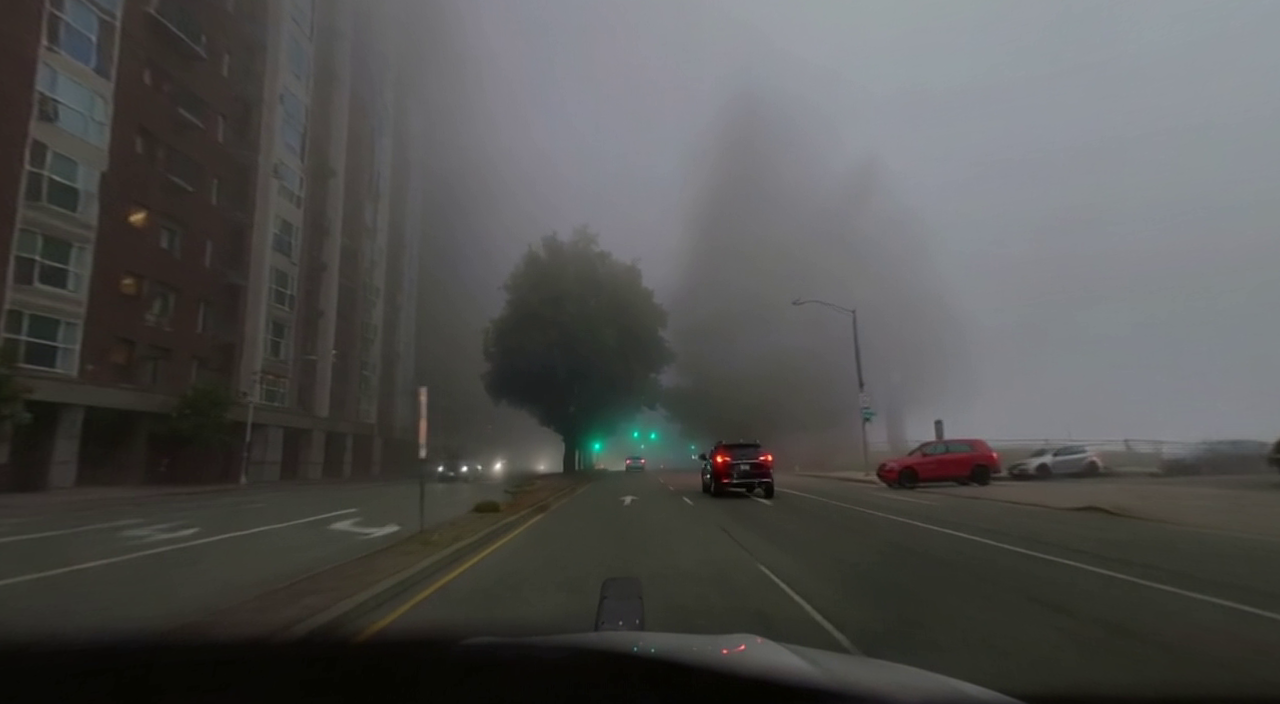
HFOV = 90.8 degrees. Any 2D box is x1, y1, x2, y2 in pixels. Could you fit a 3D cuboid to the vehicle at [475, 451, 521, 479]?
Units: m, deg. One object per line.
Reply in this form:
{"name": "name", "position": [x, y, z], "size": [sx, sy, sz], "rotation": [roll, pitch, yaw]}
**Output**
{"name": "vehicle", "position": [-9.533, 7.584, 42.760], "size": [1.939, 1.744, 5.079], "rotation": [0, -8, 0]}

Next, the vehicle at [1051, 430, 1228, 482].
{"name": "vehicle", "position": [16.956, 3.527, 21.575], "size": [4.612, 1.632, 1.858], "rotation": [1, -8, -6]}

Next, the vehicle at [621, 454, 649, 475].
{"name": "vehicle", "position": [-0.460, 8.728, 49.304], "size": [2.059, 1.492, 4.033], "rotation": [0, -8, -2]}

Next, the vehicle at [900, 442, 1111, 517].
{"name": "vehicle", "position": [8.634, 3.001, 15.648], "size": [1.940, 1.512, 5.129], "rotation": [0, -8, -3]}

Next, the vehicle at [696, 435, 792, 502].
{"name": "vehicle", "position": [3.155, 3.638, 20.243], "size": [2.129, 1.844, 4.767], "rotation": [0, -8, -2]}

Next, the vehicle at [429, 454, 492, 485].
{"name": "vehicle", "position": [-9.343, 6.141, 33.291], "size": [1.905, 1.451, 4.425], "rotation": [0, -8, 2]}
